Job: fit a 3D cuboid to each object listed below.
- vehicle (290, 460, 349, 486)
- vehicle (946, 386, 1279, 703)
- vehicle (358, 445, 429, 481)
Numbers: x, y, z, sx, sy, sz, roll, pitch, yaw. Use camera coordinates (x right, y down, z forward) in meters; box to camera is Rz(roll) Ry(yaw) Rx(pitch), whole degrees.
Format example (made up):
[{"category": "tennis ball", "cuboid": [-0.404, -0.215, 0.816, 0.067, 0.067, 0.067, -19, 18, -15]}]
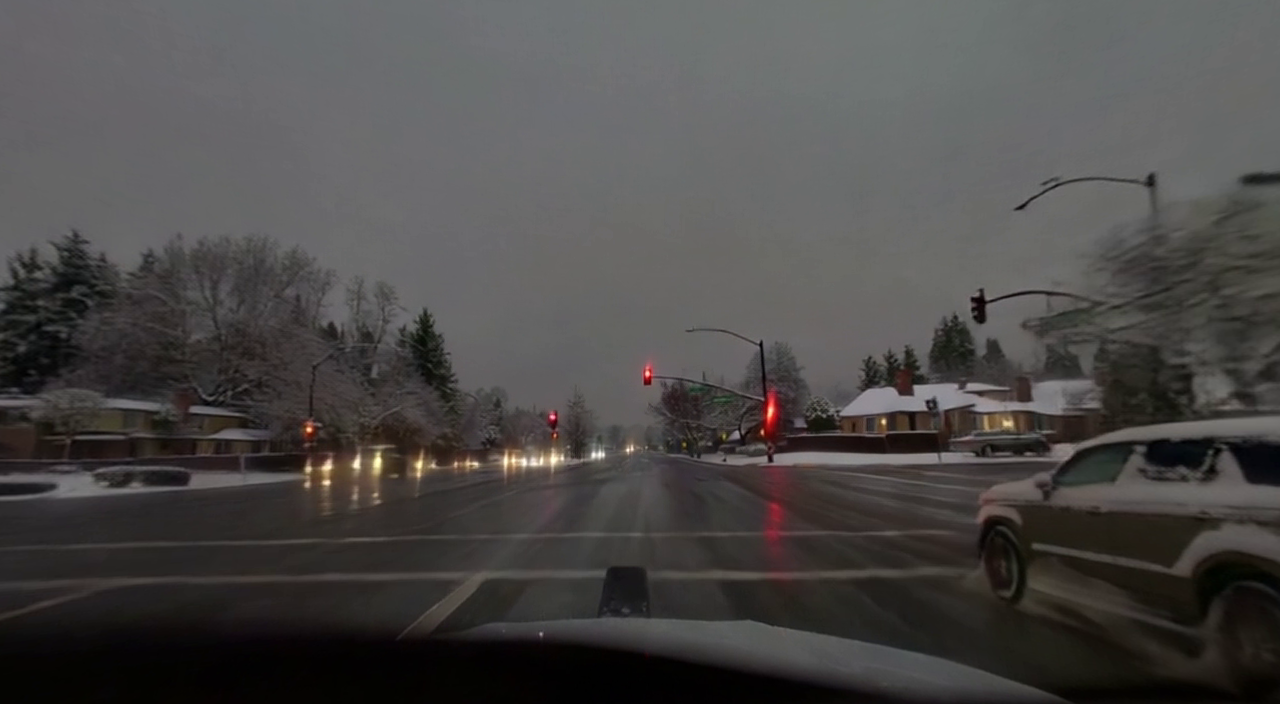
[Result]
[{"category": "vehicle", "cuboid": [-20.696, 7.784, 40.893, 1.829, 1.531, 3.777, -1, -9, 0]}, {"category": "vehicle", "cuboid": [4.149, 1.202, 4.554, 2.018, 1.591, 3.564, 0, -9, 0]}, {"category": "vehicle", "cuboid": [-13.932, 6.284, 35.941, 2.064, 1.860, 4.683, 0, -9, 1]}]
